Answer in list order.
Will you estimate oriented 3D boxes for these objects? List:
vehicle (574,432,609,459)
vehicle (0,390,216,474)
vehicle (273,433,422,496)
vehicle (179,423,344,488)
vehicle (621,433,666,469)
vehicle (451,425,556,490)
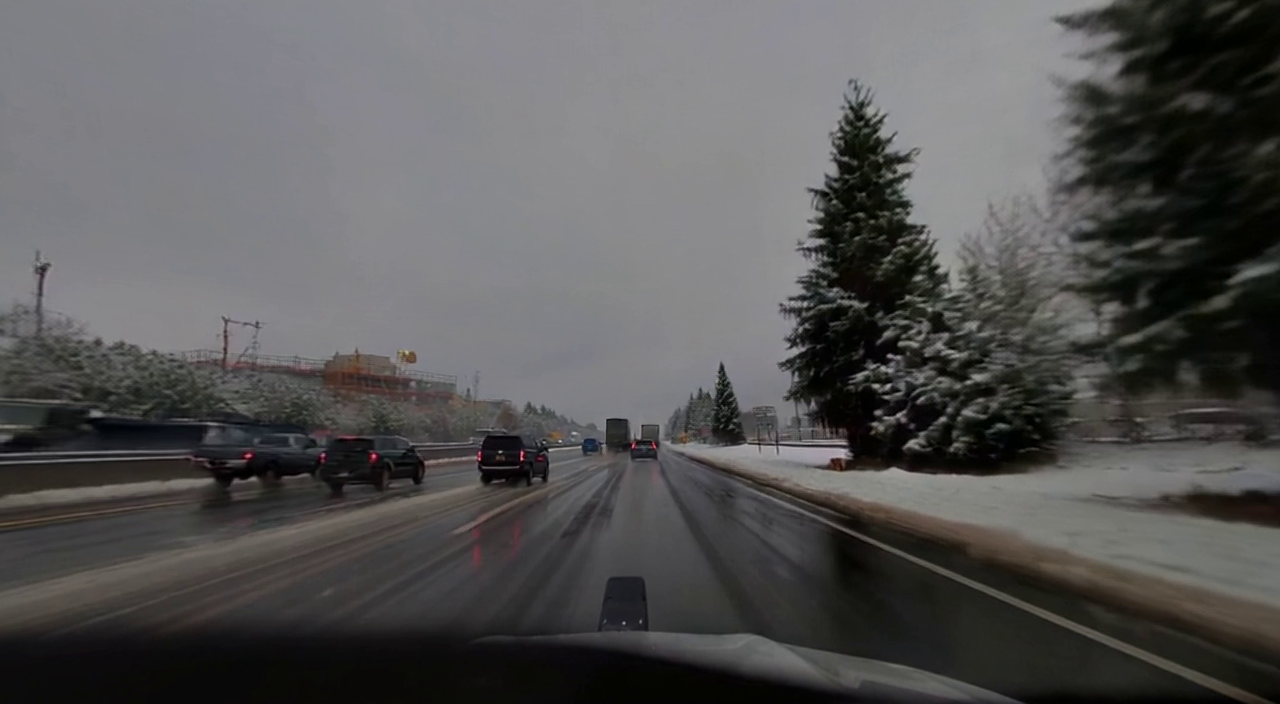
[{"bbox_3d":[-3.636,7.149,48.453,2.203,1.958,4.848,0,-8,1],"label":"vehicle"},{"bbox_3d":[-26.786,4.014,31.217,3.047,3.360,11.583,-1,-8,3],"label":"vehicle"},{"bbox_3d":[-7.800,3.020,17.394,1.949,1.476,4.410,0,-8,1],"label":"vehicle"},{"bbox_3d":[-11.847,3.272,20.319,2.077,1.829,5.101,0,-8,1],"label":"vehicle"},{"bbox_3d":[0.207,5.031,32.228,2.136,1.678,4.052,0,-8,1],"label":"vehicle"},{"bbox_3d":[-4.017,3.186,19.444,2.108,1.740,4.549,0,-8,1],"label":"vehicle"}]
